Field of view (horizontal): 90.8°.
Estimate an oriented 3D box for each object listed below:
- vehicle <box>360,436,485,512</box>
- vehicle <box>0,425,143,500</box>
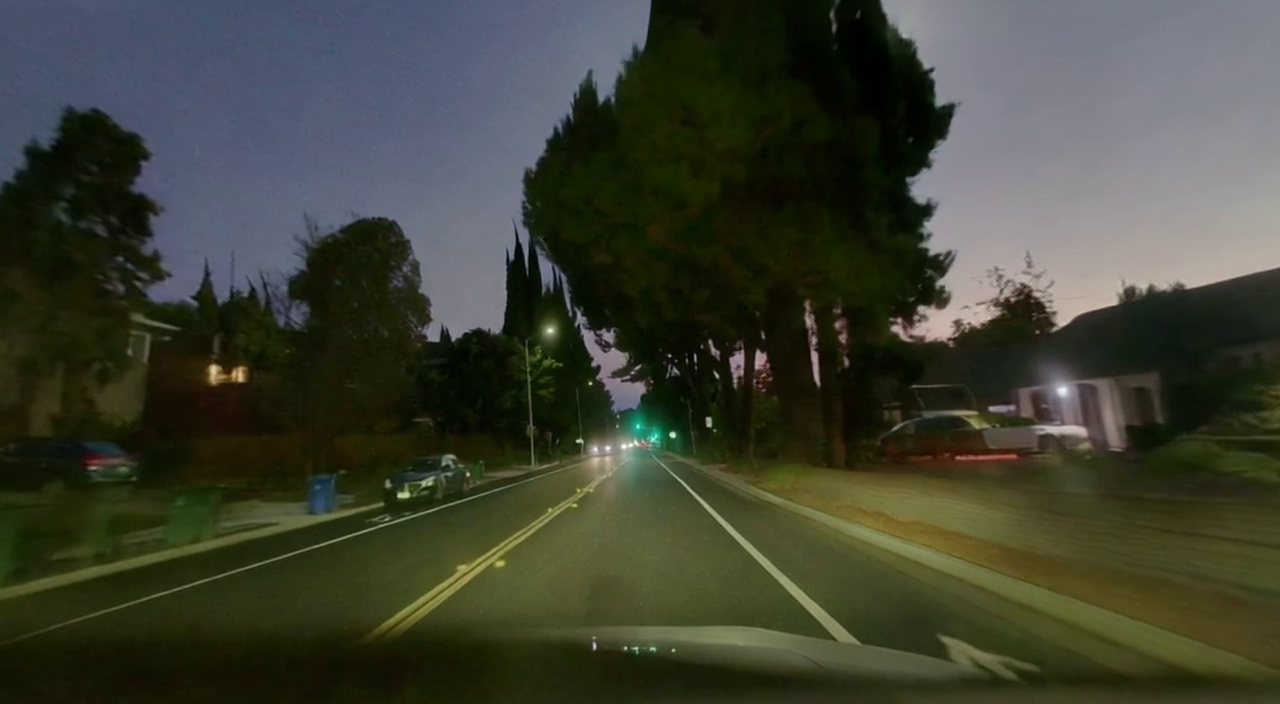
[{"bbox_3d":[-6.592,3.734,19.834,2.176,1.885,5.174,-4,-9,-2],"label":"vehicle"},{"bbox_3d":[-15.661,2.767,16.002,4.735,1.712,1.992,-2,-9,9],"label":"vehicle"}]
